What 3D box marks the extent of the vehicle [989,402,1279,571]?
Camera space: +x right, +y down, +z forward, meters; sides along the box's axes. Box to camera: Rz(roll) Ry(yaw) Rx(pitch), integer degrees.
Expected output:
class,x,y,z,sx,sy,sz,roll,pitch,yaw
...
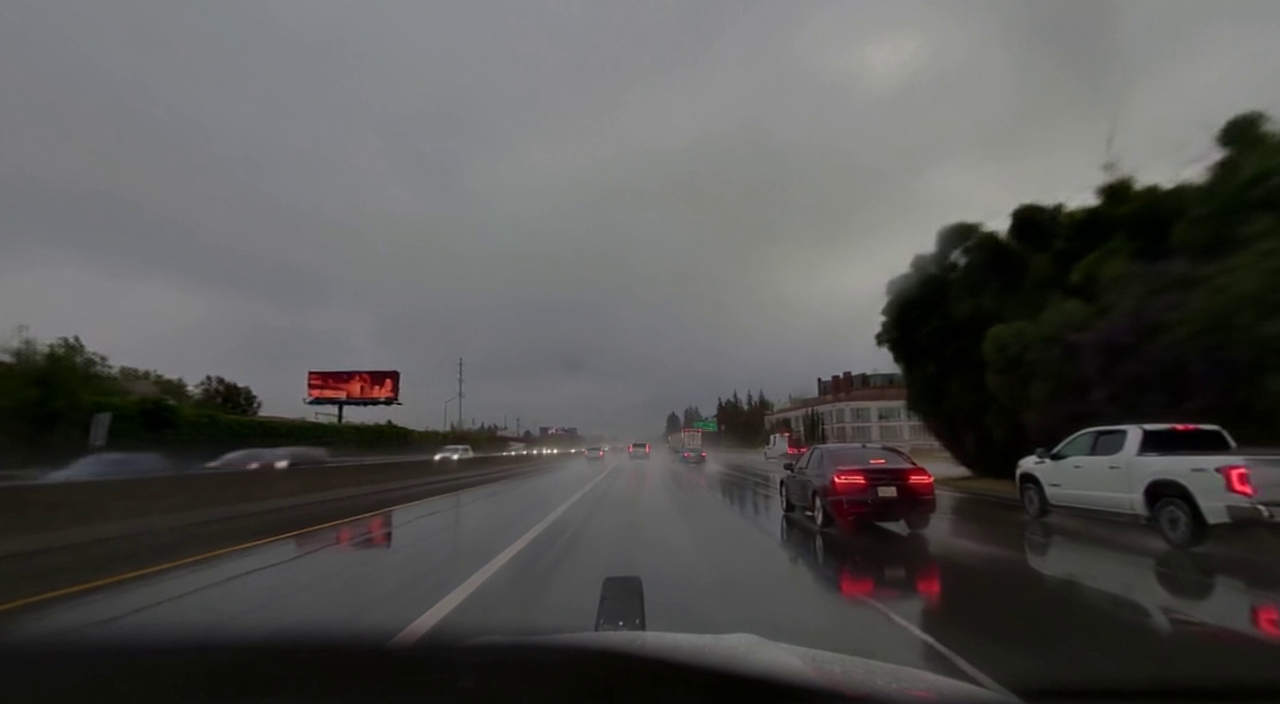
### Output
class,x,y,z,sx,sy,sz,roll,pitch,yaw
vehicle,7.624,1.812,9.250,2.176,1.793,4.841,0,-9,-1

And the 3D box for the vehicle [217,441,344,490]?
class,x,y,z,sx,sy,sz,roll,pitch,yaw
vehicle,-13.311,4.214,23.812,2.009,1.635,4.827,0,-9,-1

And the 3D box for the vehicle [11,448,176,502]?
class,x,y,z,sx,sy,sz,roll,pitch,yaw
vehicle,-17.957,4.014,21.080,1.835,1.592,4.076,0,-9,-1

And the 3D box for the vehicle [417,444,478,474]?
class,x,y,z,sx,sy,sz,roll,pitch,yaw
vehicle,-11.536,6.424,38.222,2.031,1.625,5.415,0,-9,0

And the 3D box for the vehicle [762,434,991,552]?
class,x,y,z,sx,sy,sz,roll,pitch,yaw
vehicle,3.529,2.183,10.534,1.987,1.509,4.512,0,-9,-1

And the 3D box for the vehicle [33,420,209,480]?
class,x,y,z,sx,sy,sz,roll,pitch,yaw
vehicle,-35.883,6.907,44.644,2.924,3.683,11.318,0,-9,-1

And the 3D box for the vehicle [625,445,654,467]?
class,x,y,z,sx,sy,sz,roll,pitch,yaw
vehicle,-0.117,8.192,49.895,2.191,1.685,4.015,0,-9,-1
